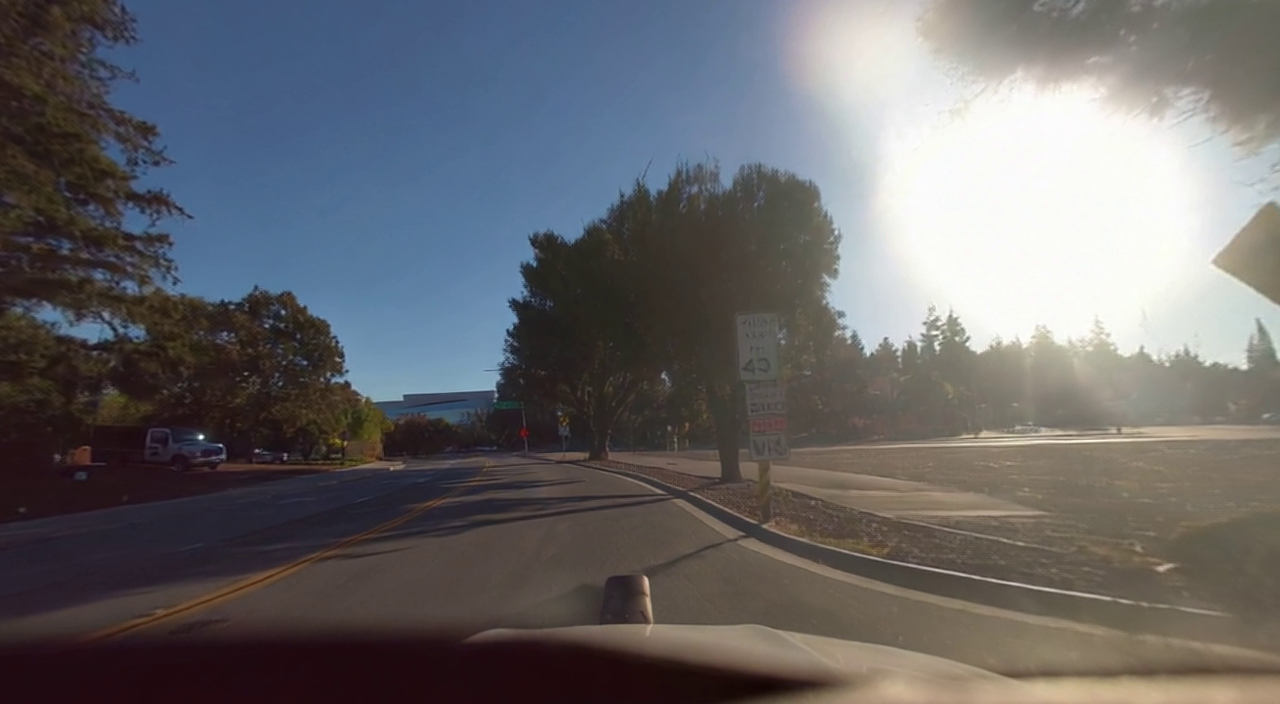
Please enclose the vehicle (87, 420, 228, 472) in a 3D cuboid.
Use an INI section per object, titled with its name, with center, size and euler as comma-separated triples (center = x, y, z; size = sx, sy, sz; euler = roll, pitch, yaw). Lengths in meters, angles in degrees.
[vehicle]
center = -19.764, 3.860, 25.860
size = 4.699, 1.996, 2.116
euler = -3, -9, 17
